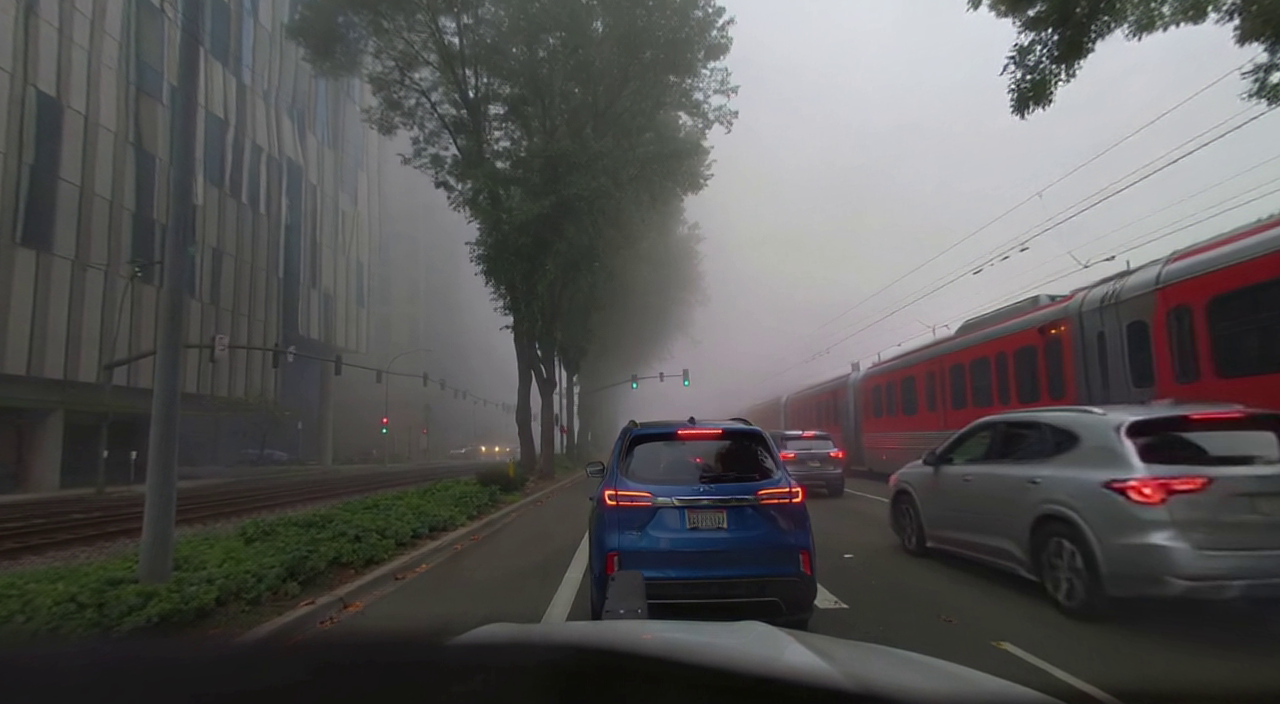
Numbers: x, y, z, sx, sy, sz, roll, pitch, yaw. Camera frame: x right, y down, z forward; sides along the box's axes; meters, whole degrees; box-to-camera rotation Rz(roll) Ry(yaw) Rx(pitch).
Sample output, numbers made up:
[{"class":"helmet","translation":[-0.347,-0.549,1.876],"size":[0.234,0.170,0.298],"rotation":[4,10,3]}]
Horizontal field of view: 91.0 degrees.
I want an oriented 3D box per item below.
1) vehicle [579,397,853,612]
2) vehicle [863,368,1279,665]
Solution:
[{"class":"vehicle","translation":[0.507,1.519,7.134],"size":[2.190,1.684,4.084],"rotation":[0,-9,-3]},{"class":"vehicle","translation":[4.284,1.350,6.345],"size":[2.165,1.760,5.064],"rotation":[0,-9,-1]}]
